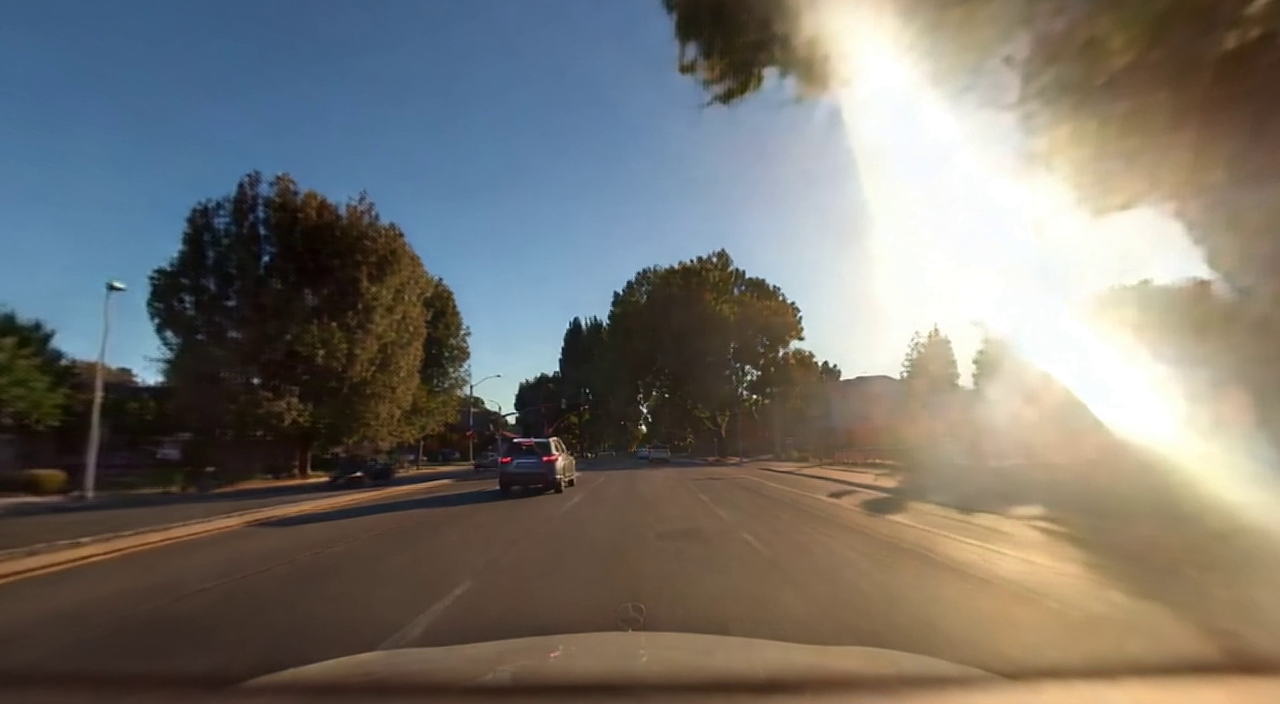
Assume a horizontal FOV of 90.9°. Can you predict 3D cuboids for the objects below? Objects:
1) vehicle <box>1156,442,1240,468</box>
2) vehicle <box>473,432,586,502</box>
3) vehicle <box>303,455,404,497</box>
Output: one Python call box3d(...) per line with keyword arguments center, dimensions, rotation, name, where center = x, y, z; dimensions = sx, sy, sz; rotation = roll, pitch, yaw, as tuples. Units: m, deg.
box3d(center=(35.007, 6.480, 39.672), dimensions=(1.719, 1.506, 3.878), rotation=(0, -9, 2), name="vehicle")
box3d(center=(-3.134, 3.442, 19.328), dimensions=(2.459, 1.825, 5.380), rotation=(0, -9, 0), name="vehicle")
box3d(center=(-11.692, 5.052, 26.116), dimensions=(1.952, 1.500, 4.543), rotation=(0, -9, 1), name="vehicle")
